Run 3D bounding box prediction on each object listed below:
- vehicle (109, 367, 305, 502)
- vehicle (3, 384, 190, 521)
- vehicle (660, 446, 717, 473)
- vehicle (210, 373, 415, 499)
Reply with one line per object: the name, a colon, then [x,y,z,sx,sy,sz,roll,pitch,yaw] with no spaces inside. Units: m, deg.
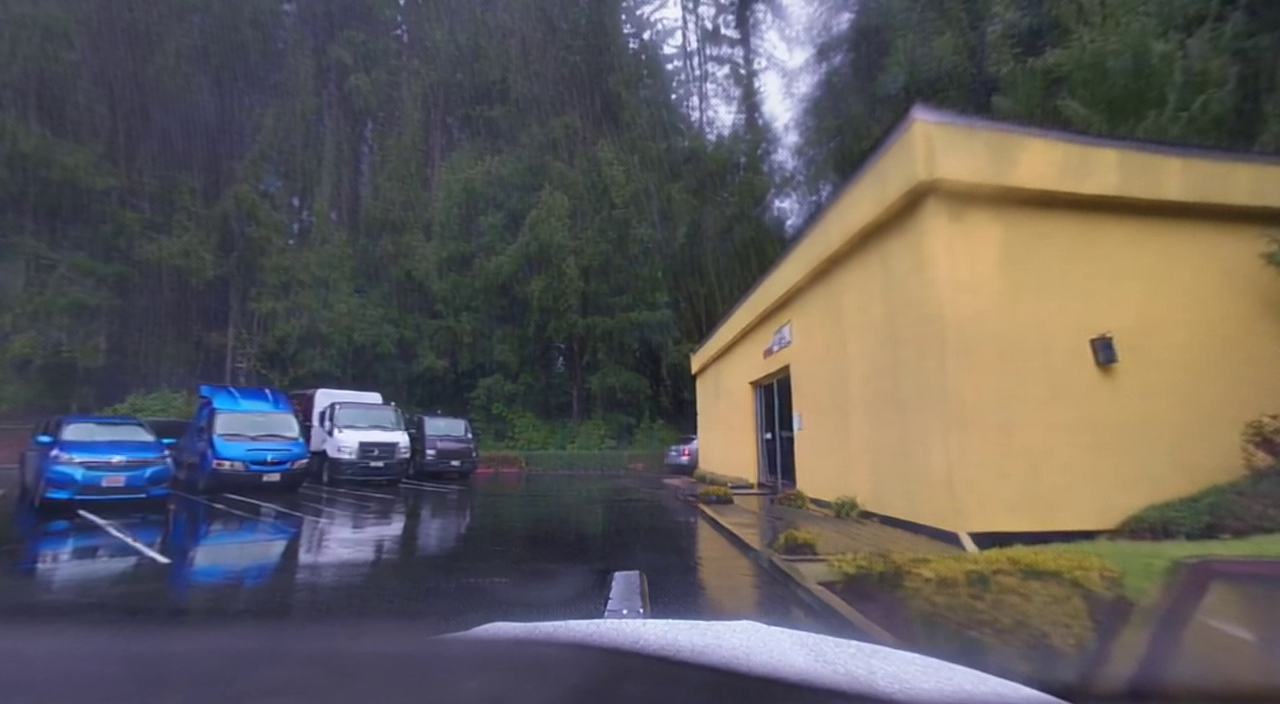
vehicle: [-16.235,3.124,23.064,11.512,3.871,3.038,-8,-12,42]
vehicle: [-15.395,2.783,17.606,7.819,3.007,2.674,-8,-12,41]
vehicle: [2.988,6.503,38.248,1.809,1.506,3.473,-7,-11,37]
vehicle: [-13.628,3.487,25.443,11.906,4.069,2.948,-8,-12,41]
